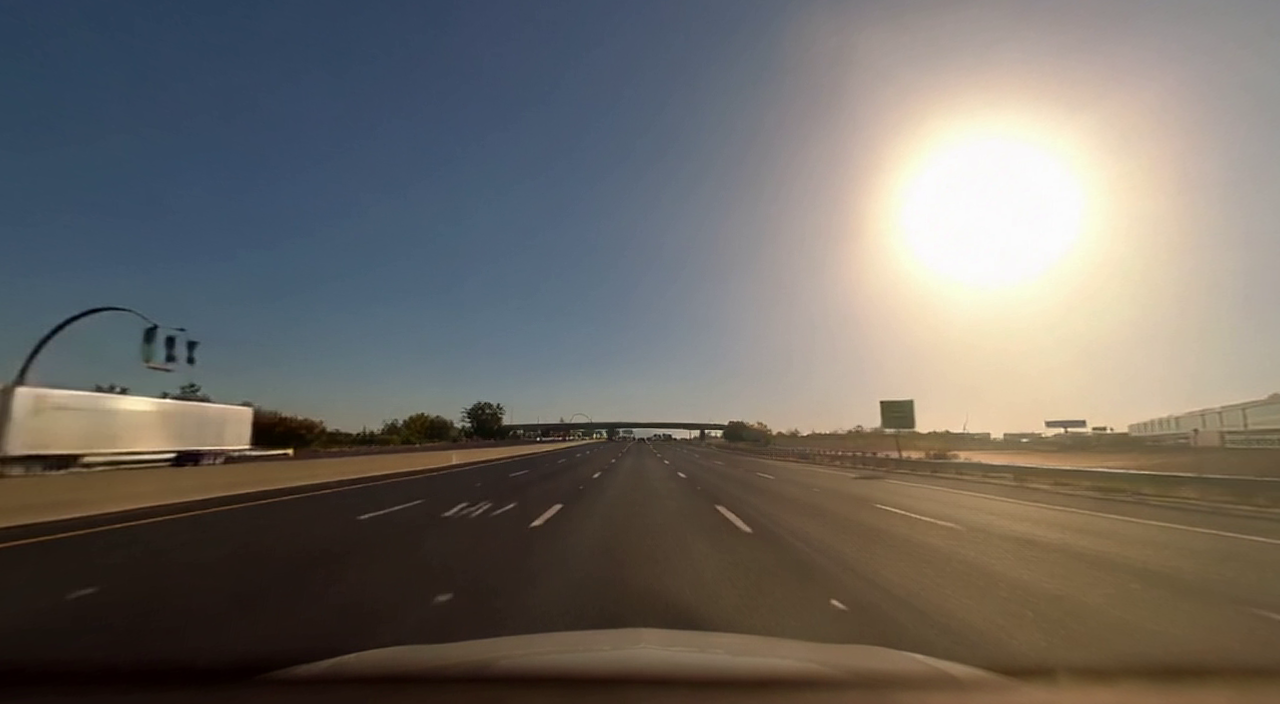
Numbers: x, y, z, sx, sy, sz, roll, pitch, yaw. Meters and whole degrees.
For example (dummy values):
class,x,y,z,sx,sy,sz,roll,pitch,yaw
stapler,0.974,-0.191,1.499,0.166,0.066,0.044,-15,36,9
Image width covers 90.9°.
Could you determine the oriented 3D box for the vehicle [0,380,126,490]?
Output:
class,x,y,z,sx,sy,sz,roll,pitch,yaw
vehicle,-23.984,3.049,22.982,3.278,3.774,8.377,0,-8,1
